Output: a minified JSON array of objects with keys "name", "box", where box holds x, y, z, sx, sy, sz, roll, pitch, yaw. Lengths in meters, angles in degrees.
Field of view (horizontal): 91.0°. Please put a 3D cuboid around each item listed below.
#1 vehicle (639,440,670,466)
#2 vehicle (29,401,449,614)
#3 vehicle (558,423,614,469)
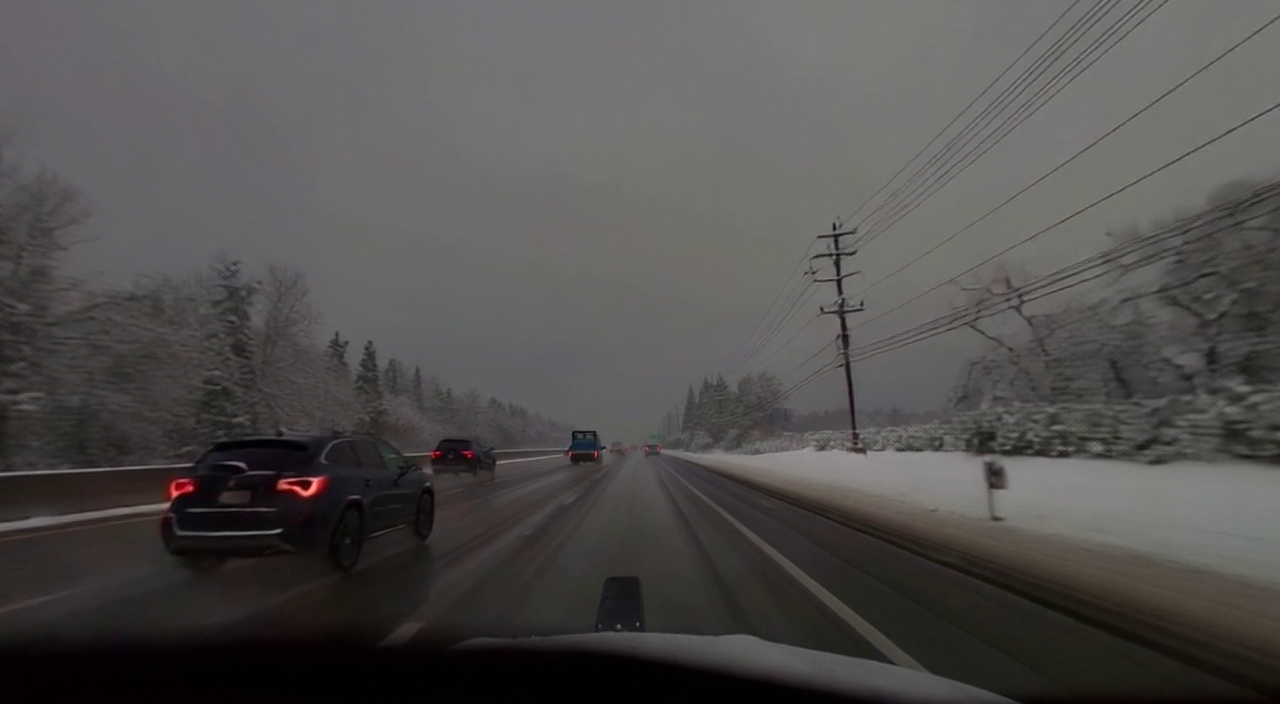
[{"name":"vehicle","box":[1.019,6.977,43.680,2.038,1.677,4.219,0,-9,2]},{"name":"vehicle","box":[-3.853,1.558,7.167,1.976,1.688,4.124,0,-9,1]},{"name":"vehicle","box":[-3.572,6.599,44.123,2.915,2.885,9.394,0,-9,1]}]
